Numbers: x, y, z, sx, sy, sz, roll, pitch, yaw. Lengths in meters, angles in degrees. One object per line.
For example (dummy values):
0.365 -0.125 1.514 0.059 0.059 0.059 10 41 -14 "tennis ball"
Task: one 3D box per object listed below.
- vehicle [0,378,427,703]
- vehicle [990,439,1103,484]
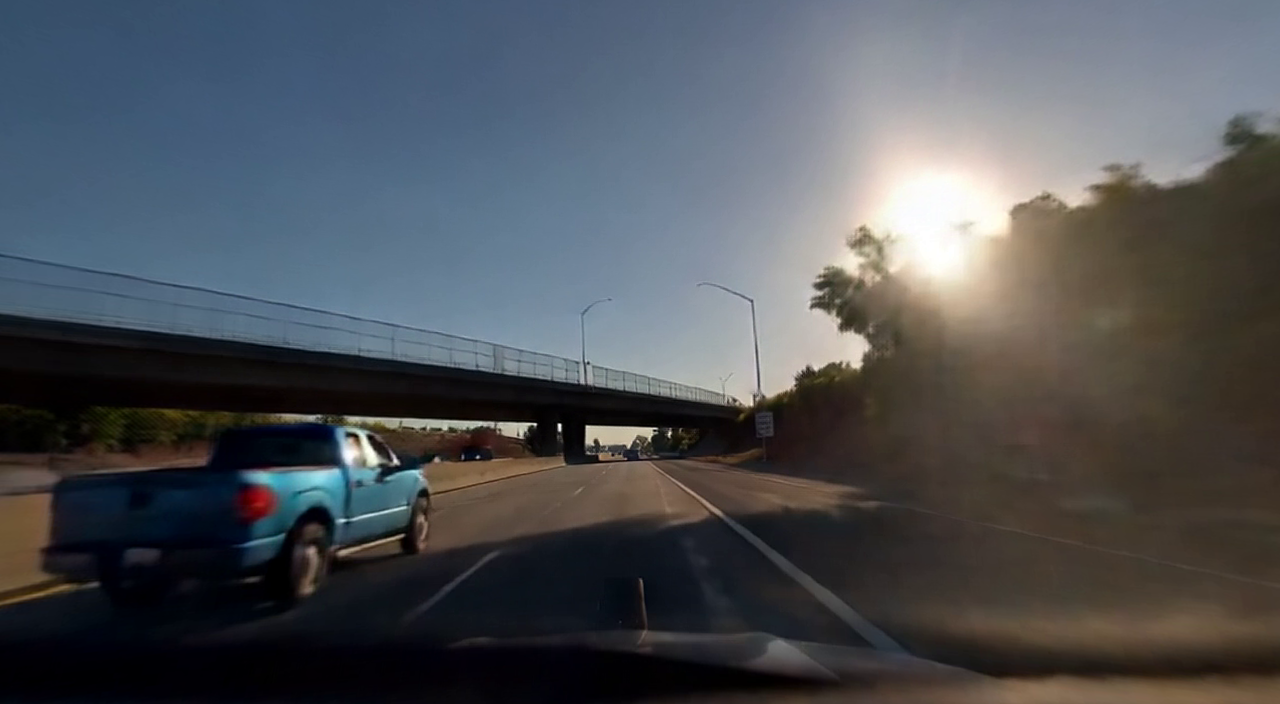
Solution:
-3.641 1.329 5.254 2.152 1.717 4.423 0 -9 0 "vehicle"
15.611 4.212 24.402 1.834 1.555 3.751 0 -9 -1 "vehicle"
